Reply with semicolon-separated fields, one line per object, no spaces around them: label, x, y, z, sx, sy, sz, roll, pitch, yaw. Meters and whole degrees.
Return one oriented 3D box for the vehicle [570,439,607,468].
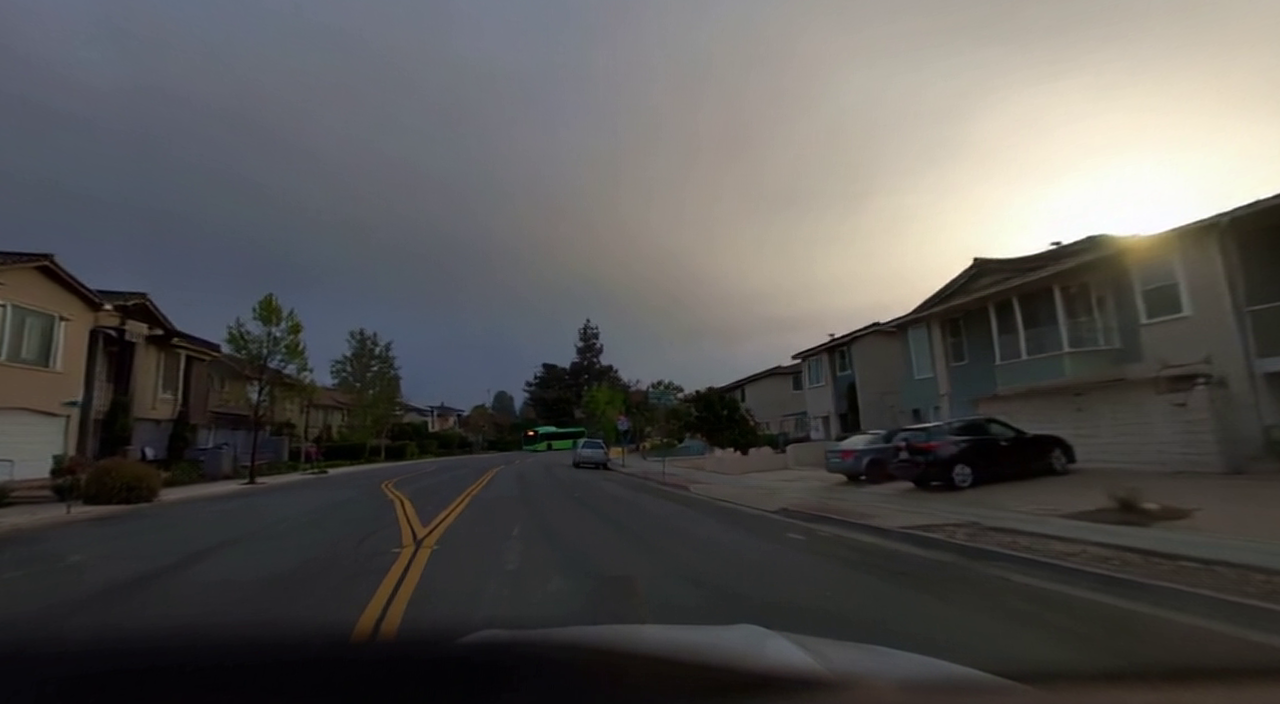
vehicle;-3.085;5.963;37.156;1.984;1.601;3.994;1;-9;-8

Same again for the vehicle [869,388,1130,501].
vehicle;7.457;1.892;13.301;4.431;1.873;1.920;-2;-8;-13
